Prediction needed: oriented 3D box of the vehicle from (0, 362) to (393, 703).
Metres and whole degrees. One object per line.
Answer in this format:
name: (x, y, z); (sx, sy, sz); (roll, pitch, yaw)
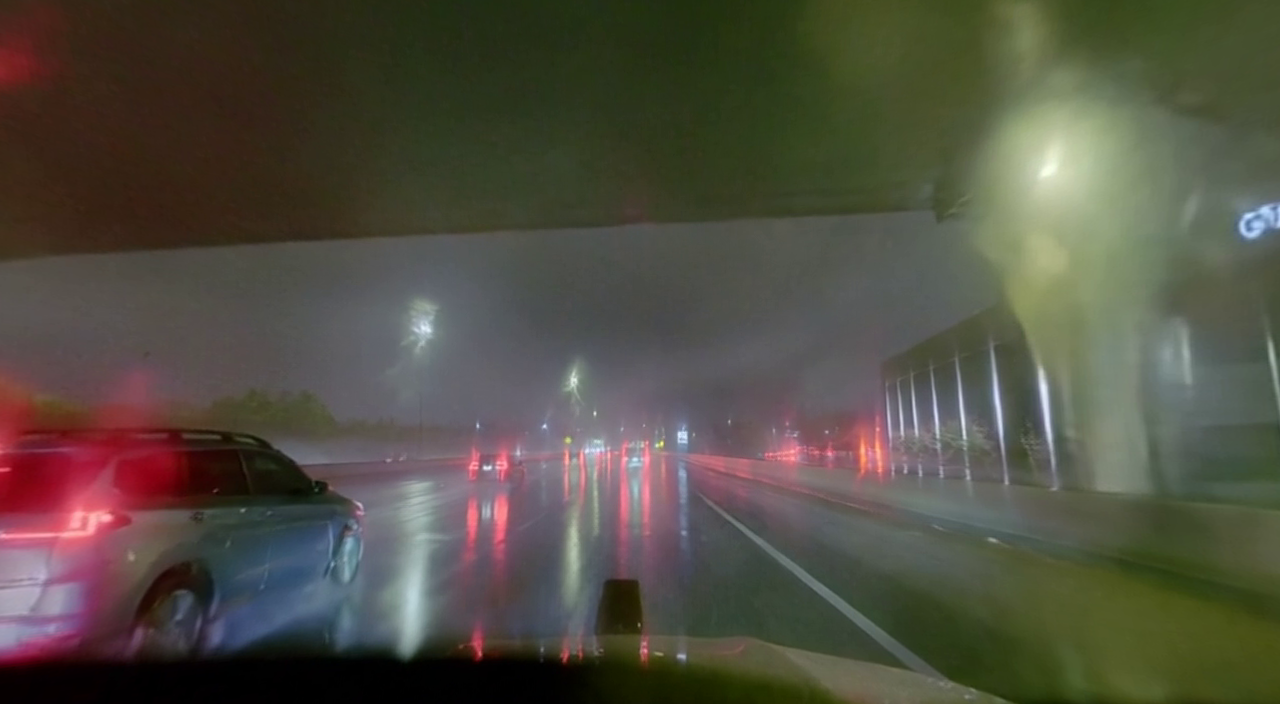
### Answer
vehicle: (-3.813, 1.216, 4.699); (2.059, 1.725, 4.521); (0, -9, 0)

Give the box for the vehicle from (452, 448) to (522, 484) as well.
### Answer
vehicle: (-7.174, 5.368, 30.073); (1.998, 1.542, 4.953); (0, -9, 1)
